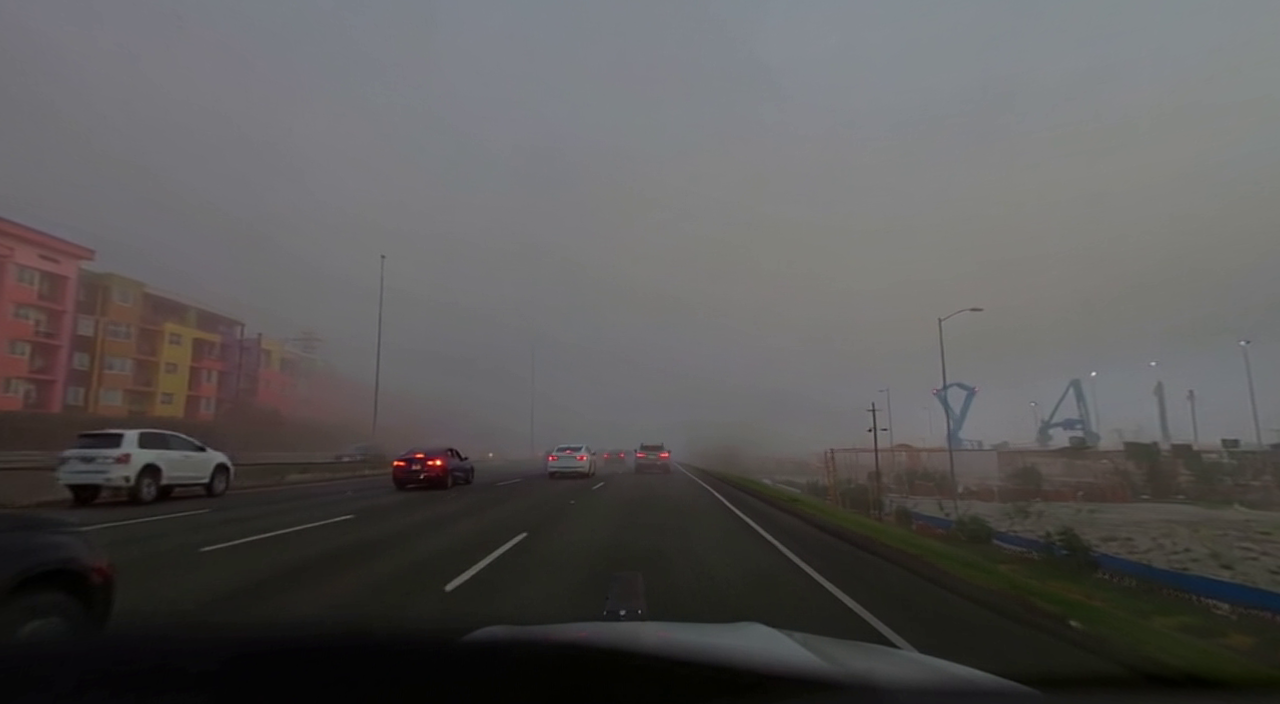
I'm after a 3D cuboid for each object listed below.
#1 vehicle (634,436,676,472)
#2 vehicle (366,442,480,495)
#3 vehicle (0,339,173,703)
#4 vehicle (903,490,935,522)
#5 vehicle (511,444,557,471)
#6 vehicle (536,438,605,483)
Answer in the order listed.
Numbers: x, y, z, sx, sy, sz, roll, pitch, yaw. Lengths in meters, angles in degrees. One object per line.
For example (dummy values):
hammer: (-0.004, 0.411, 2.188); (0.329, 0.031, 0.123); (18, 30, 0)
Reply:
vehicle: (0.801, 5.433, 33.595); (2.116, 1.763, 4.352); (0, -8, 1)
vehicle: (-6.771, 3.660, 20.238); (1.959, 1.486, 4.460); (0, -8, 2)
vehicle: (-3.665, 0.603, 1.237); (2.045, 1.710, 4.382); (0, -8, 1)
vehicle: (21.570, 11.896, 48.787); (1.859, 1.579, 4.190); (-6, -3, 20)
vehicle: (-6.332, 6.362, 38.232); (1.931, 1.505, 4.386); (0, -8, 1)
vehicle: (-2.733, 4.434, 26.022); (2.109, 1.657, 4.554); (0, -8, 3)
